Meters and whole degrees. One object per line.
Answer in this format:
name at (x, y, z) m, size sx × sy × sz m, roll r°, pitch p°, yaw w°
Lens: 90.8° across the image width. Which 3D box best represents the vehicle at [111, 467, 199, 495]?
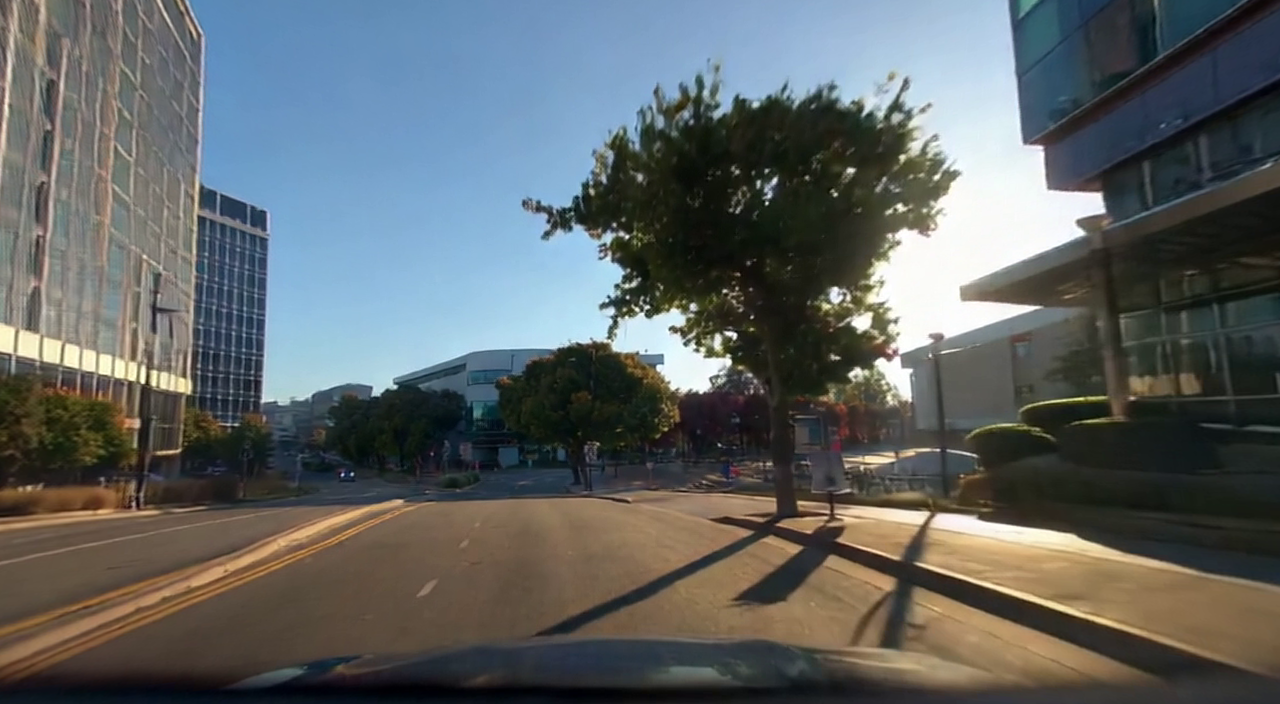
vehicle at (-33.525, 8.913, 43.694) m, size 4.473 × 1.778 × 2.125 m, roll -1°, pitch -9°, yaw 7°
